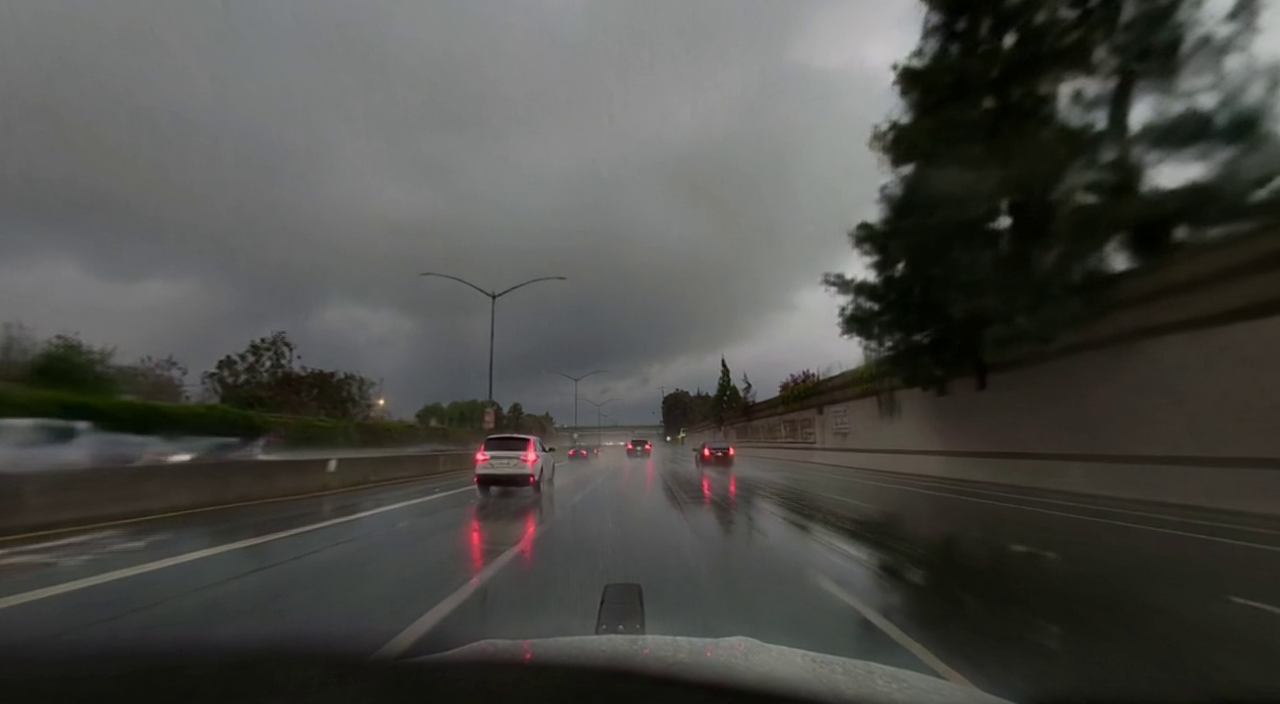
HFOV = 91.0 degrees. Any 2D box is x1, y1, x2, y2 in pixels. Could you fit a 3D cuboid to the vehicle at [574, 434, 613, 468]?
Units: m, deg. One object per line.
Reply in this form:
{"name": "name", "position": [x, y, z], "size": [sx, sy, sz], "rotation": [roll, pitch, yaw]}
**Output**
{"name": "vehicle", "position": [-3.201, 6.908, 44.181], "size": [2.378, 2.214, 4.352], "rotation": [0, -9, 0]}

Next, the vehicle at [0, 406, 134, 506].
{"name": "vehicle", "position": [-17.540, 2.688, 16.339], "size": [2.877, 2.497, 7.068], "rotation": [0, -9, 0]}

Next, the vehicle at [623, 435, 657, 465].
{"name": "vehicle", "position": [-0.012, 7.608, 48.987], "size": [2.485, 2.215, 5.199], "rotation": [0, -9, 0]}

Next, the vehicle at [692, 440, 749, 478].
{"name": "vehicle", "position": [4.006, 5.405, 32.121], "size": [2.224, 1.752, 4.487], "rotation": [0, -9, -1]}

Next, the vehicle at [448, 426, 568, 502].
{"name": "vehicle", "position": [-3.503, 3.123, 18.012], "size": [2.184, 1.819, 5.441], "rotation": [0, -9, 1]}

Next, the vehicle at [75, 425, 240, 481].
{"name": "vehicle", "position": [-24.292, 5.145, 32.301], "size": [2.751, 2.534, 7.033], "rotation": [0, -9, 1]}
